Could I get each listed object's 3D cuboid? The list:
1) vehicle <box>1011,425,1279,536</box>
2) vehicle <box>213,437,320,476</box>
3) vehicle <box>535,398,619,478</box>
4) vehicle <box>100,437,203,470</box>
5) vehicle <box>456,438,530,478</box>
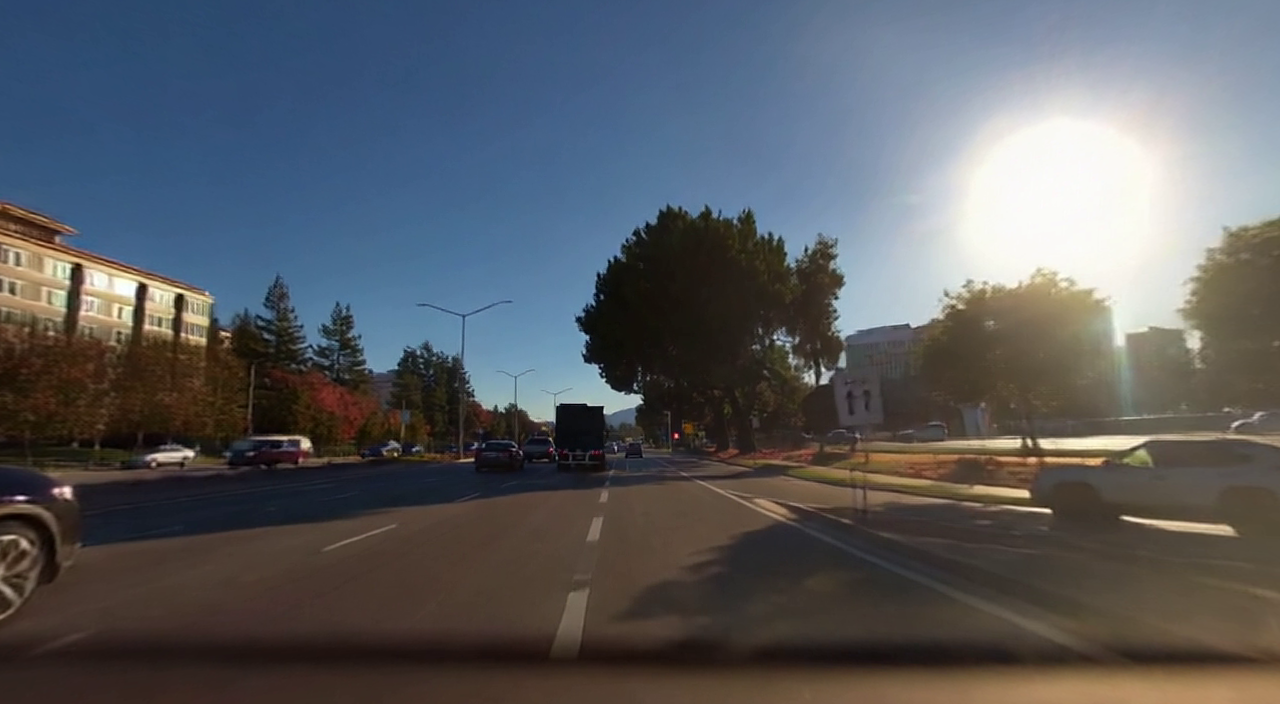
[{"bbox_3d":[9.834,2.238,11.429,2.140,1.685,4.720,6,-10,-34],"label":"vehicle"},{"bbox_3d":[-15.719,4.412,26.786,2.026,1.523,4.584,1,-9,-5],"label":"vehicle"},{"bbox_3d":[-2.511,3.782,27.397,2.993,3.051,6.692,0,-9,-1],"label":"vehicle"},{"bbox_3d":[-32.524,6.802,42.118,2.239,2.033,5.849,0,-9,-1],"label":"vehicle"},{"bbox_3d":[-5.809,4.234,25.292,2.023,1.483,4.143,0,-9,-1],"label":"vehicle"}]
